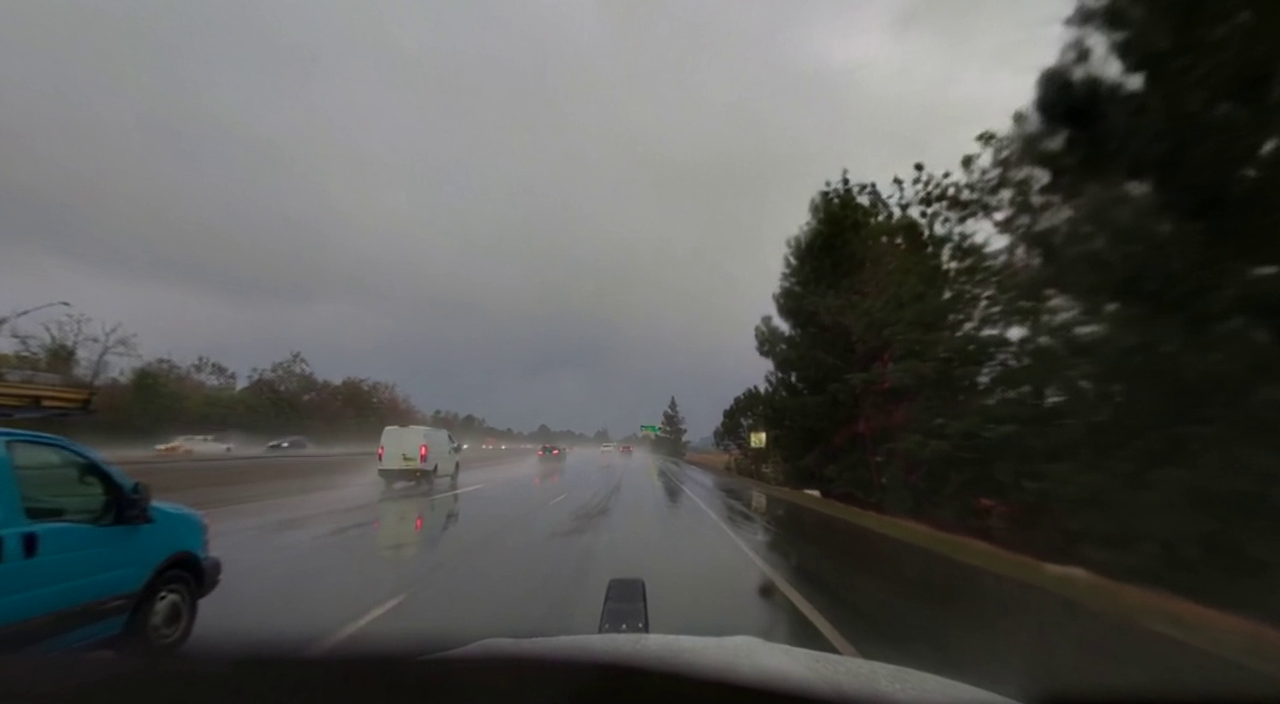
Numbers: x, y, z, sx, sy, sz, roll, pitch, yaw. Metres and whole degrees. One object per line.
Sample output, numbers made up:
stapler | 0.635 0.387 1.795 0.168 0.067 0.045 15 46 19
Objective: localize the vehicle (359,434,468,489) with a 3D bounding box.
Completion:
vehicle | -7.874 3.858 22.528 2.093 1.752 4.771 0 -9 0

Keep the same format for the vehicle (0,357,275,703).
vehicle | -3.746 0.792 2.164 2.040 1.679 4.865 0 -9 0
